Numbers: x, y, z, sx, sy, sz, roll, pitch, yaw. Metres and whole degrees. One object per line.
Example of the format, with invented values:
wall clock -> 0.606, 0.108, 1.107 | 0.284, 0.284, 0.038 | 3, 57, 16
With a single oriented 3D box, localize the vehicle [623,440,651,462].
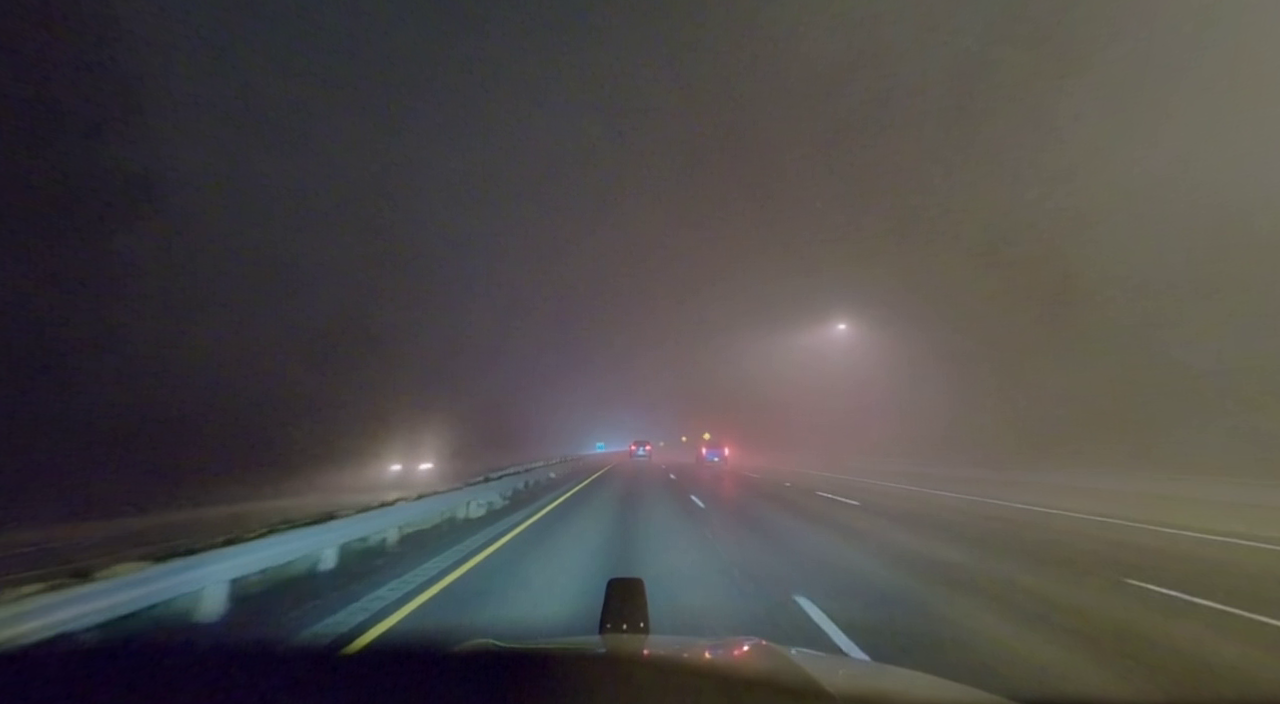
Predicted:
vehicle -> -0.206, 7.346, 46.766 | 2.009, 1.554, 4.013 | 0, -8, 1

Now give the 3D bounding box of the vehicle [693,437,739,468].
vehicle -> 4.108, 5.499, 34.621 | 2.037, 1.609, 4.036 | 0, -8, 0
